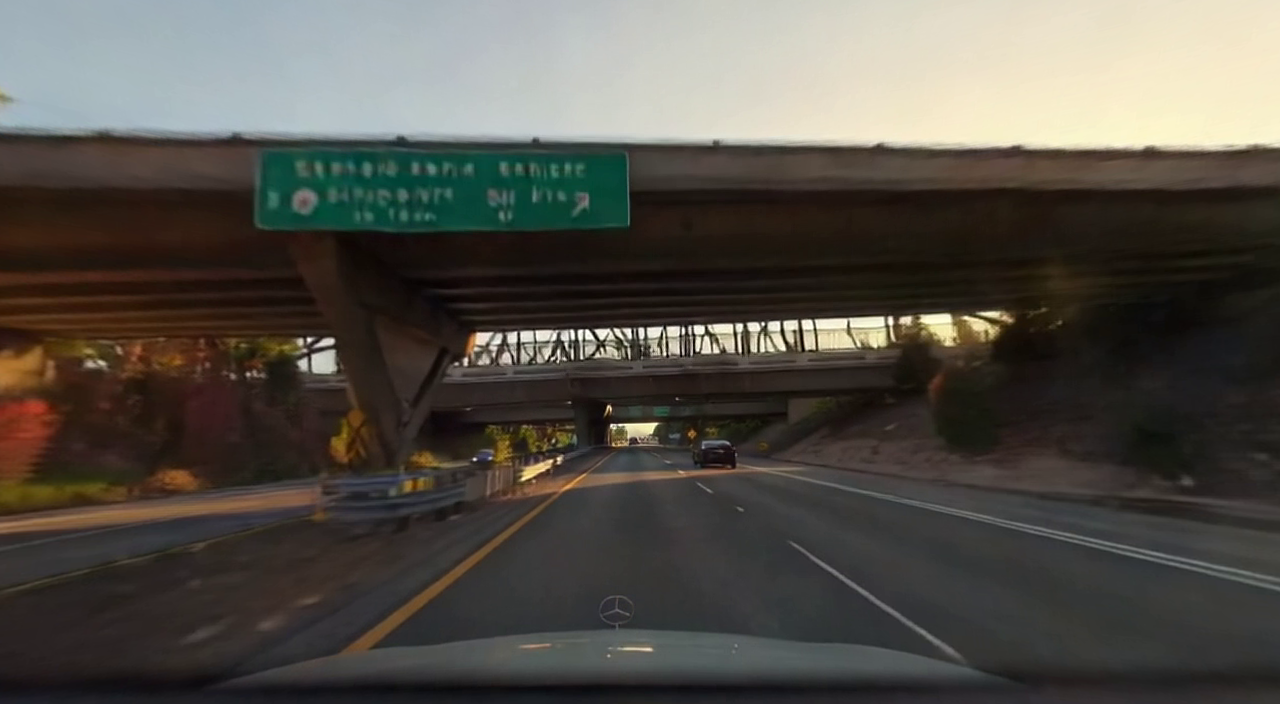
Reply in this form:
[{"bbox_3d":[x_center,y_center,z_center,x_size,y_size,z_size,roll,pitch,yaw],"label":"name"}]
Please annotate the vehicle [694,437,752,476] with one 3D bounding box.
[{"bbox_3d":[3.322,4.250,25.879,1.781,1.470,3.540,0,-8,-2],"label":"vehicle"}]
